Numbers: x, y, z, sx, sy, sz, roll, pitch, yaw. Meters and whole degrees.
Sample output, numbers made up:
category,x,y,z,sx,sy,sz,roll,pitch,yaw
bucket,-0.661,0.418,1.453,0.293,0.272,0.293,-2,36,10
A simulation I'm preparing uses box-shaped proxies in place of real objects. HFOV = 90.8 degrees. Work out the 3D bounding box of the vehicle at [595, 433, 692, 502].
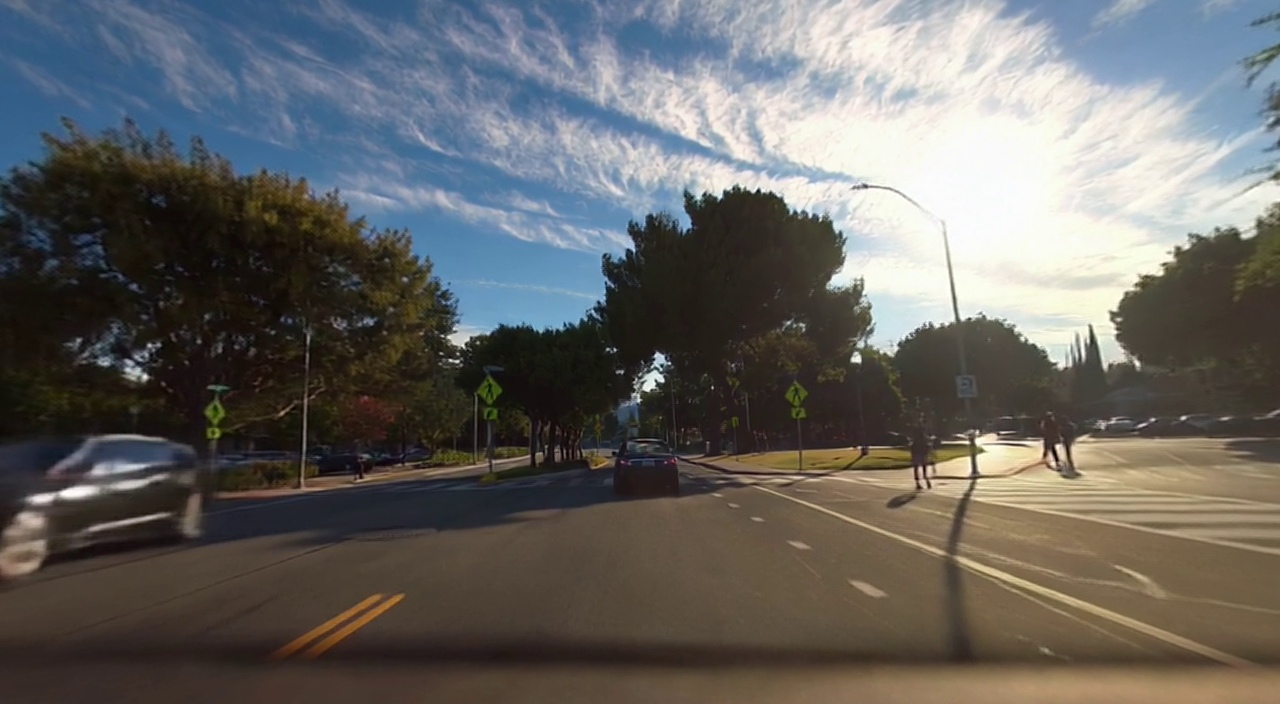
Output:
category,x,y,z,sx,sy,sz,roll,pitch,yaw
vehicle,0.009,2.970,16.740,2.221,1.570,4.398,0,-8,-2

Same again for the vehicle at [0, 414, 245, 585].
category,x,y,z,sx,sy,sz,roll,pitch,yaw
vehicle,-8.434,1.973,9.166,2.179,1.933,5.034,-1,-8,-1
